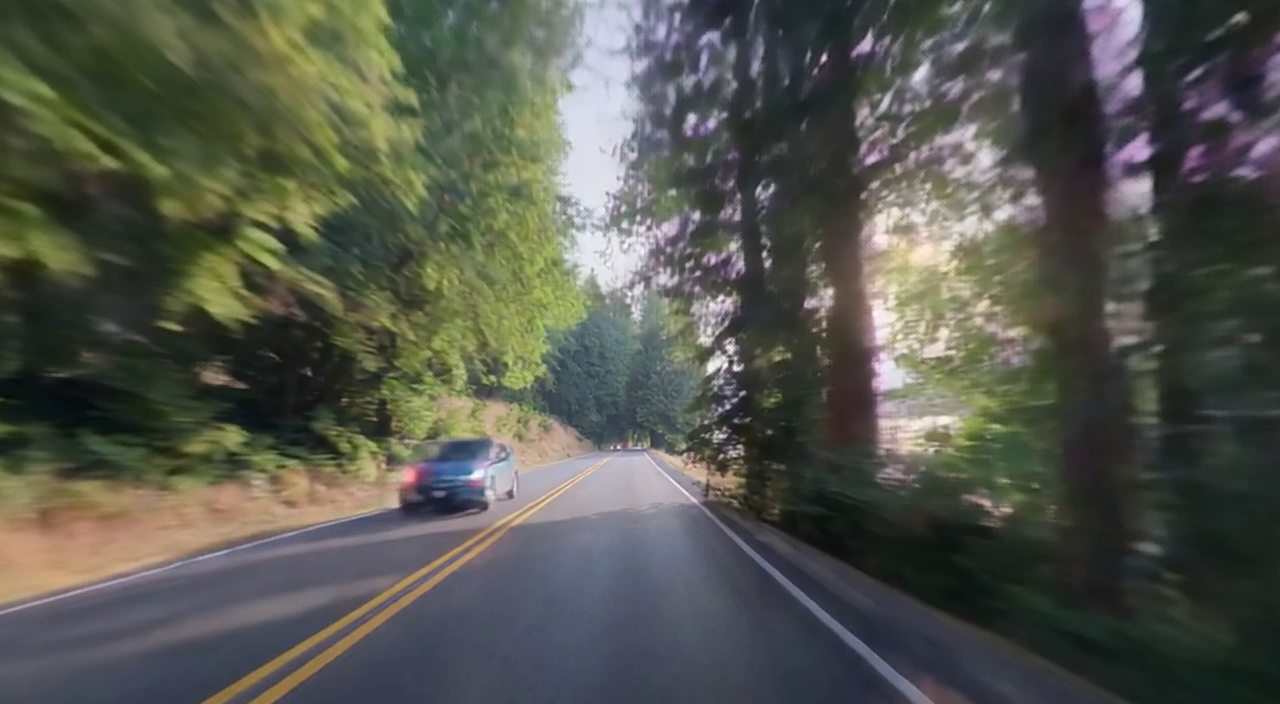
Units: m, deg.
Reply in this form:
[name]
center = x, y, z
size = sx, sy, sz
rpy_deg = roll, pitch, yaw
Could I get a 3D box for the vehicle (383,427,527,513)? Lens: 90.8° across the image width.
[vehicle]
center = -4.376, 2.876, 15.876
size = 2.228, 1.834, 4.621
rpy_deg = 0, -9, 0
